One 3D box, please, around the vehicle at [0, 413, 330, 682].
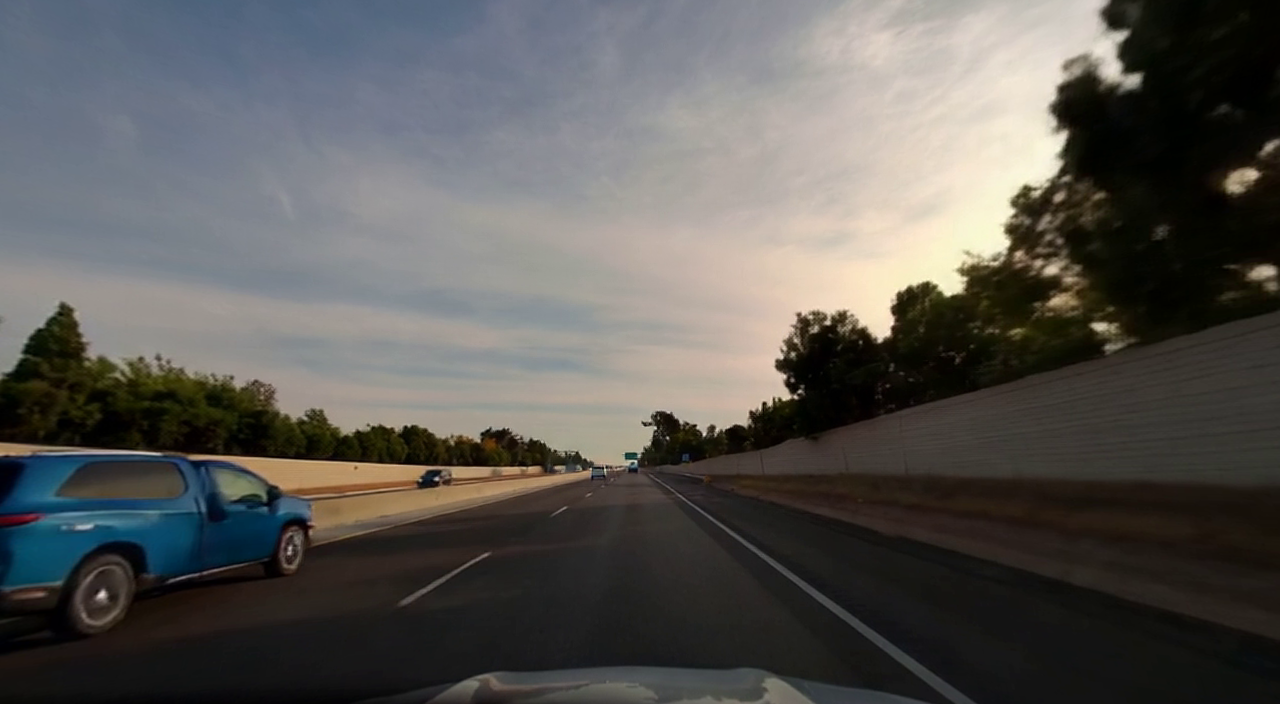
[{"bbox_3d":[-4.662,1.447,5.406,1.914,1.534,4.015,1,-10,0],"label":"vehicle"}]
